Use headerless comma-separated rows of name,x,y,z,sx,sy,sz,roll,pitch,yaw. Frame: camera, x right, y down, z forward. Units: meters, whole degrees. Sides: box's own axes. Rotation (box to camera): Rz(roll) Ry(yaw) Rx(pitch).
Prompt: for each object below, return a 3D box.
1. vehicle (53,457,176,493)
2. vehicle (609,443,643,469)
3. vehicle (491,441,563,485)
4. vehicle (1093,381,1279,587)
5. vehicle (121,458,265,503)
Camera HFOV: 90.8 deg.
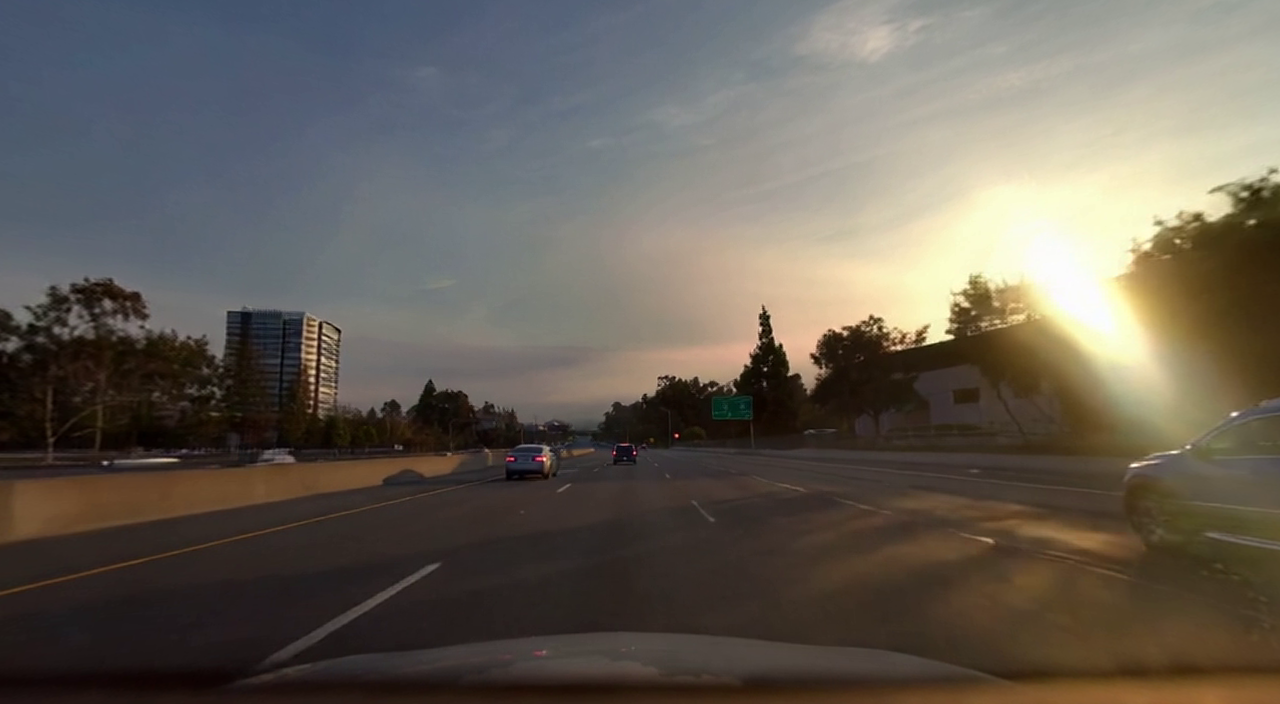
vehicle,-32.347,7.558,39.228,2.435,1.928,5.963,-1,-8,0
vehicle,-0.853,6.420,39.349,1.997,1.485,4.094,-1,-8,-1
vehicle,-4.165,4.165,24.094,1.886,1.465,4.625,-1,-8,0
vehicle,6.646,1.122,5.361,2.028,1.801,4.741,-1,-8,0
vehicle,-17.739,5.091,25.497,2.012,1.481,5.231,-1,-8,-1
